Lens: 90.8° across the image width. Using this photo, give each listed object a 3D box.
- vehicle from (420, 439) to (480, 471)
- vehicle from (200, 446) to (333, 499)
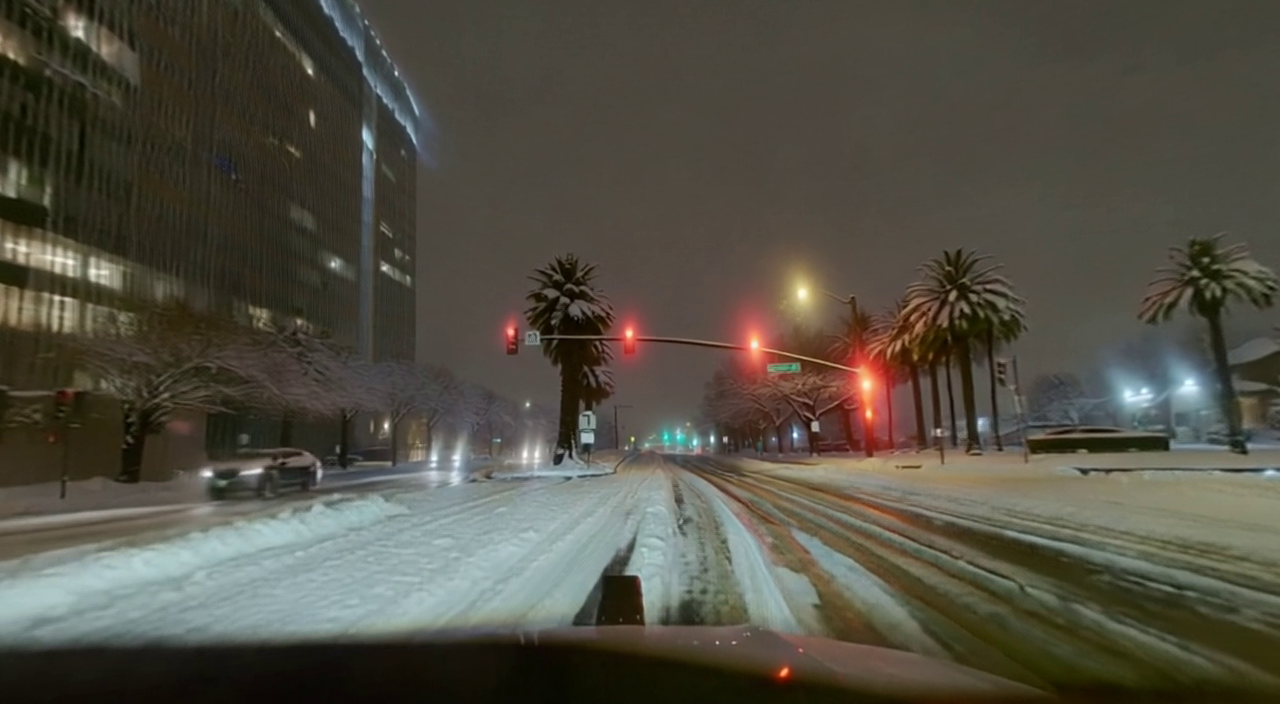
[{"bbox_3d":[-12.872,7.025,43.161,2.268,2.016,5.632,0,-8,1],"label":"vehicle"},{"bbox_3d":[-12.937,4.159,22.268,2.038,1.624,4.292,0,-8,0],"label":"vehicle"}]
